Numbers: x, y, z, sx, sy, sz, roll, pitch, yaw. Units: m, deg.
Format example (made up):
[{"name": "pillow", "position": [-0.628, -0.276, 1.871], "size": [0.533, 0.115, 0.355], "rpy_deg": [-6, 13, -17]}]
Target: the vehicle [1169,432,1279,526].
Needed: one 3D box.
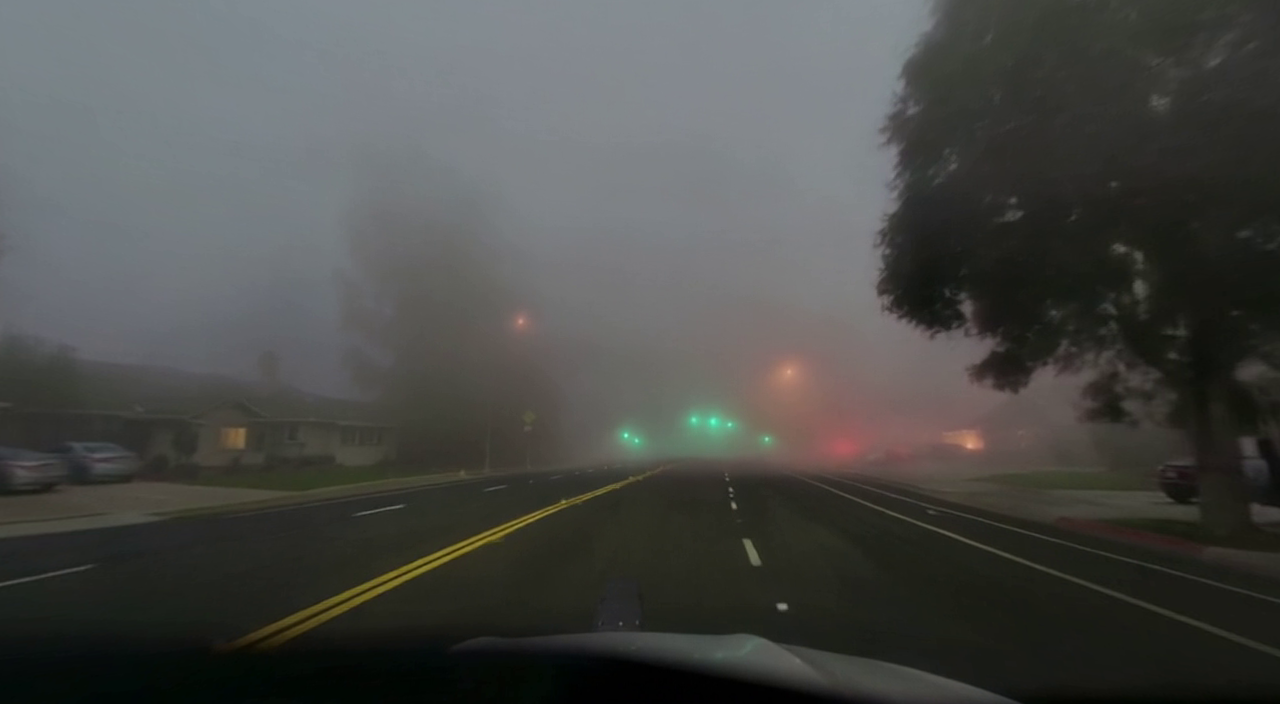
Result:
[{"name": "vehicle", "position": [14.886, 2.707, 13.666], "size": [4.691, 1.872, 2.147], "rpy_deg": [-1, -9, 6]}]

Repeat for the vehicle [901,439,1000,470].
[{"name": "vehicle", "position": [18.849, 6.230, 38.557], "size": [4.854, 1.803, 2.179], "rpy_deg": [0, -9, 2]}]

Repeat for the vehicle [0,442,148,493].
[{"name": "vehicle", "position": [-19.169, 3.763, 21.029], "size": [1.786, 1.500, 4.021], "rpy_deg": [-2, -9, 13]}]
